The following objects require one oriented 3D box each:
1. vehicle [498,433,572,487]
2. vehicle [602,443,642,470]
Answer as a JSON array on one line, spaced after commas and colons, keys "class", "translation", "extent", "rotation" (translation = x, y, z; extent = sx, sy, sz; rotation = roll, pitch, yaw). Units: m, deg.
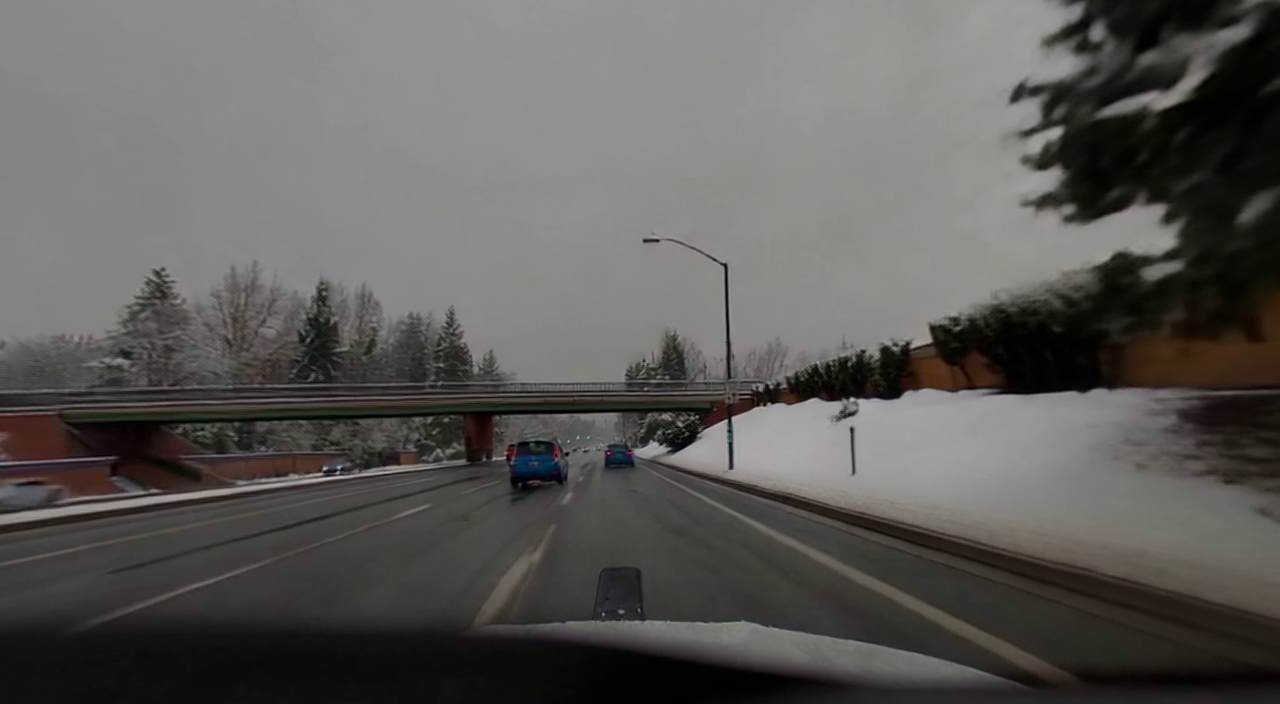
[{"class": "vehicle", "translation": [-3.763, 3.969, 23.547], "extent": [2.223, 1.771, 4.581], "rotation": [0, -8, -3]}, {"class": "vehicle", "translation": [-1.146, 6.206, 37.720], "extent": [2.205, 1.509, 4.272], "rotation": [1, -8, -5]}]
